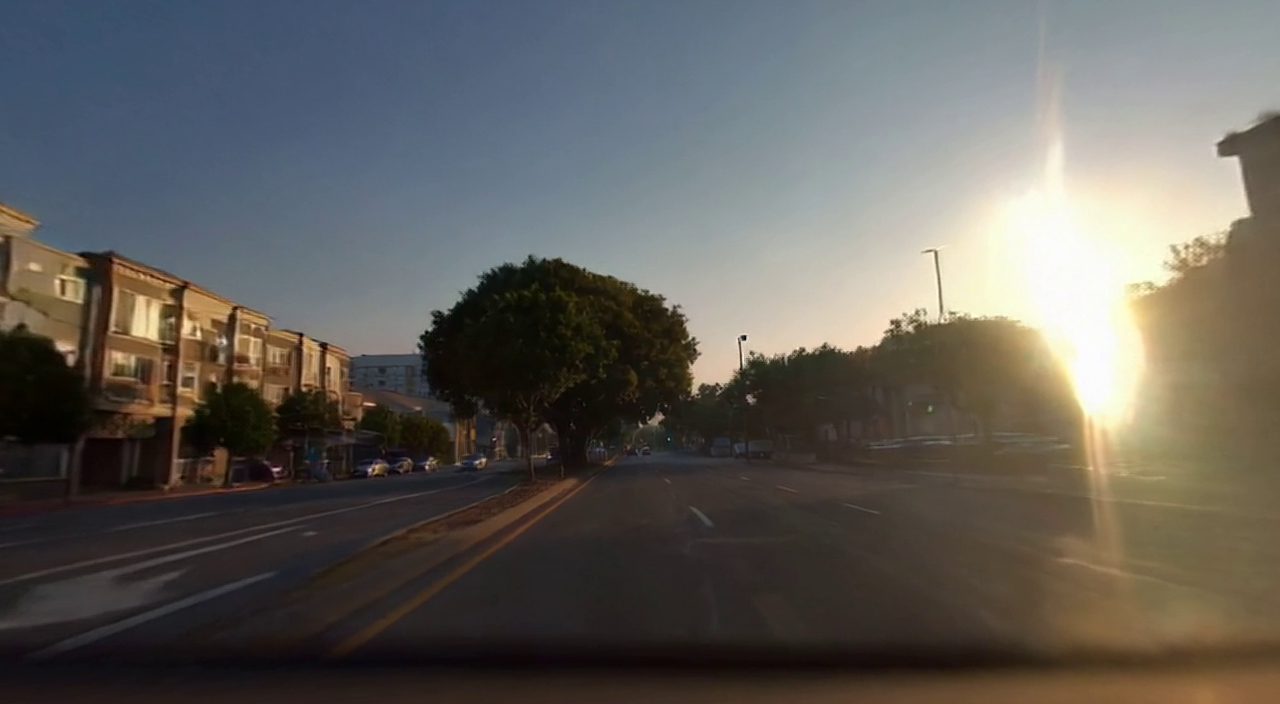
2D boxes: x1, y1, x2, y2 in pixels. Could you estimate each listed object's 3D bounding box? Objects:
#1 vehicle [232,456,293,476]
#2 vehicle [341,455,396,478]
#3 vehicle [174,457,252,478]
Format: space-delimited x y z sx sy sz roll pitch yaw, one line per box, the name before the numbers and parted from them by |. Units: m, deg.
vehicle | -29.526 8.934 49.454 3.637 1.430 1.636 -1 -9 -2
vehicle | -19.786 8.340 46.242 1.856 1.479 4.554 0 -9 1
vehicle | -30.233 8.185 44.803 4.126 1.455 1.791 0 -9 -2
